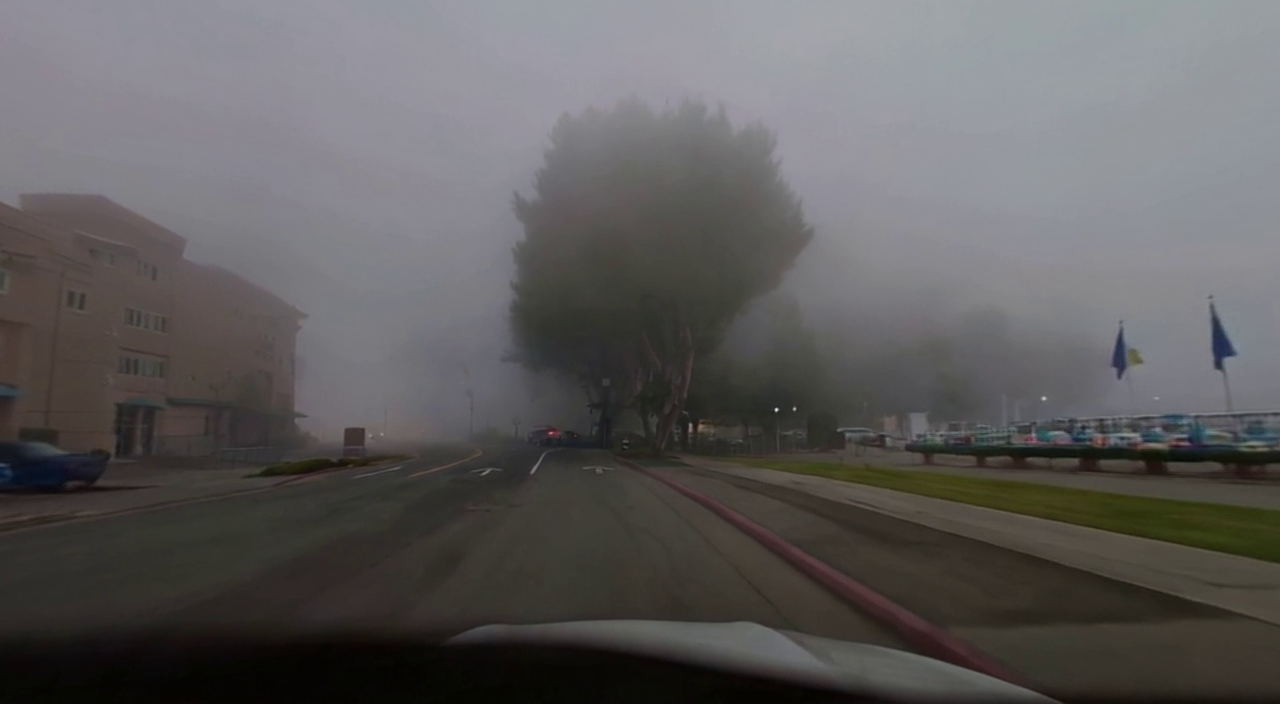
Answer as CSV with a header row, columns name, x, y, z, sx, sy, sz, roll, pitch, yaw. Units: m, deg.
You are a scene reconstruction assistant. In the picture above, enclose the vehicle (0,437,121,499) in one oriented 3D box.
name,x,y,z,sx,sy,sz,roll,pitch,yaw
vehicle,-16.526,3.214,17.854,1.778,1.584,2.802,2,-8,-18
